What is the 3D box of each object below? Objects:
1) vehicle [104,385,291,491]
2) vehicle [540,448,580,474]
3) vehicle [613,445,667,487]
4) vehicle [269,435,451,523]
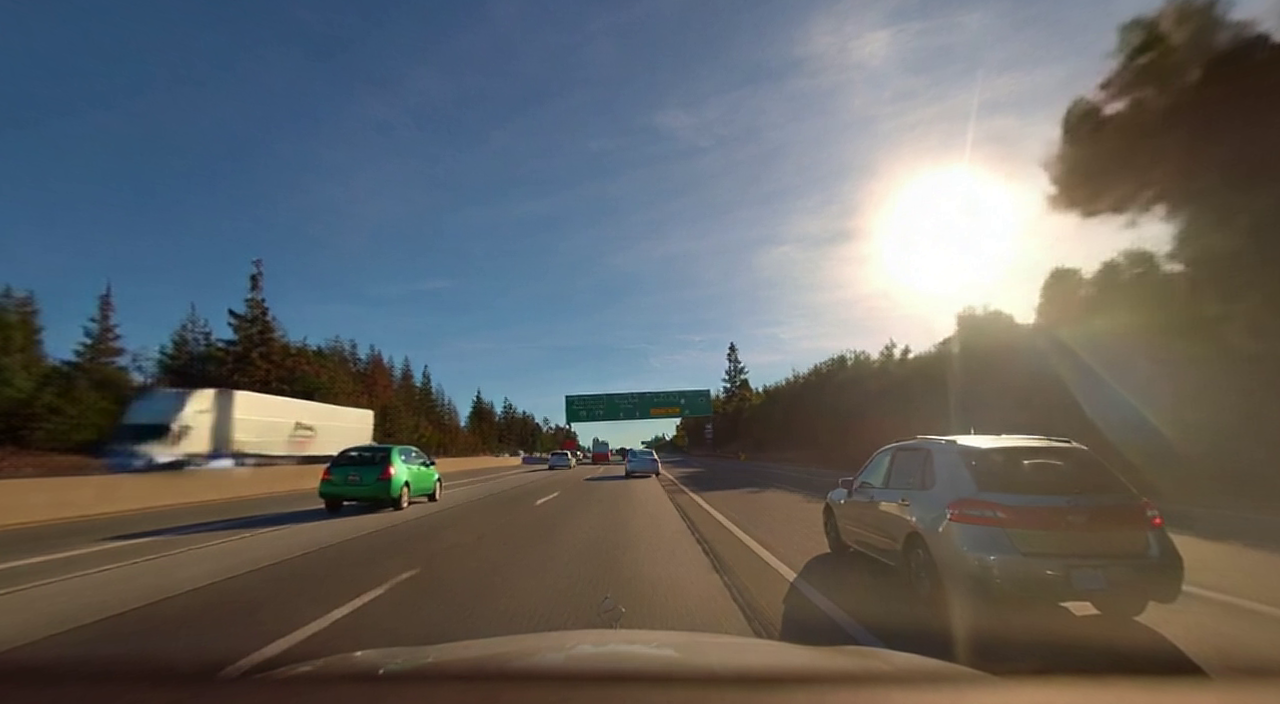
[{"bbox_3d":[-17.842,3.587,26.041,3.045,3.825,6.229,0,-9,0],"label":"vehicle"},{"bbox_3d":[-4.874,6.651,38.690,1.892,1.481,4.180,0,-9,1],"label":"vehicle"},{"bbox_3d":[-0.027,4.336,24.136,1.940,1.451,3.512,0,-9,-1],"label":"vehicle"},{"bbox_3d":[-5.876,2.698,13.898,2.058,1.626,4.118,0,-9,1],"label":"vehicle"}]
